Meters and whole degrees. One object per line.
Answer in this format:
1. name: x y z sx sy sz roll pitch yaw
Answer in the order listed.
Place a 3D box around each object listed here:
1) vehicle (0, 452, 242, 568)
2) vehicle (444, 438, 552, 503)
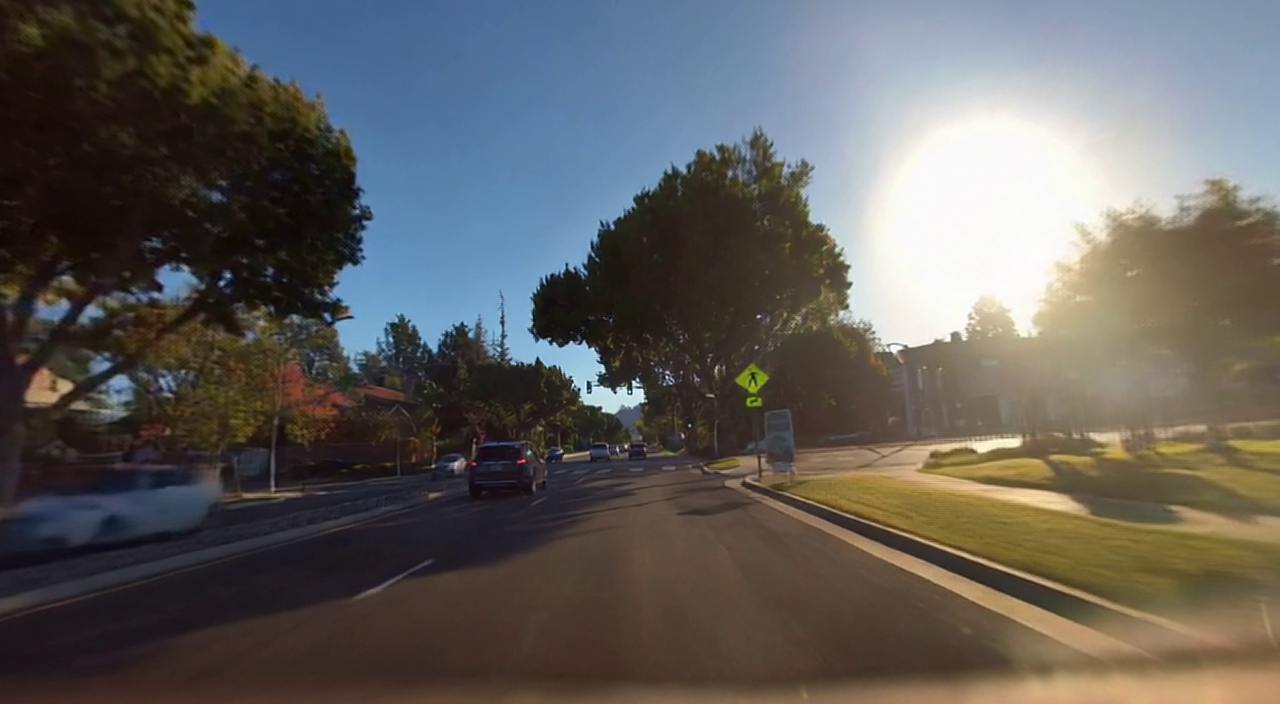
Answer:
1. vehicle: -10.761 2.955 12.719 2.149 1.802 5.007 -1 -9 1
2. vehicle: -4.148 3.539 19.395 2.169 1.706 4.638 0 -8 1
